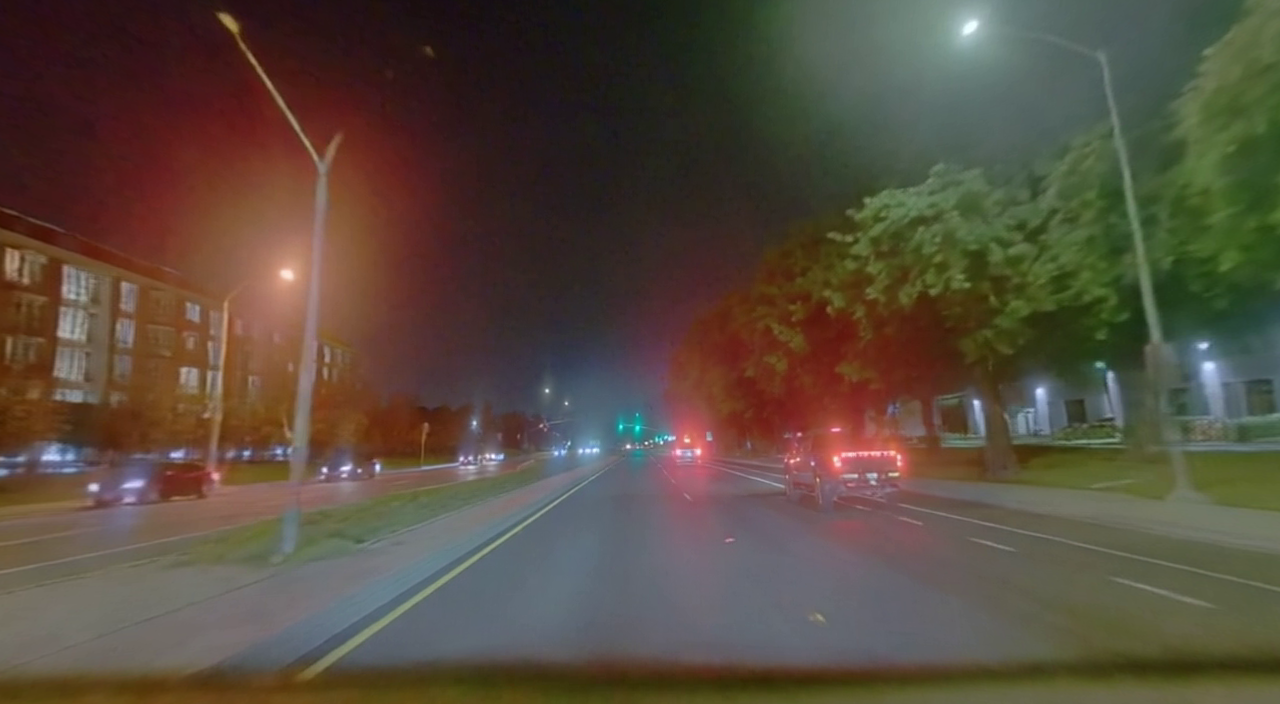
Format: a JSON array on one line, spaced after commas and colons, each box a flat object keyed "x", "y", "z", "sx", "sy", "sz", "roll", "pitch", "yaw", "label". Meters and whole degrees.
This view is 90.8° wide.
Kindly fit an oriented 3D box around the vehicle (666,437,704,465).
[{"x": 3.031, "y": 6.801, "z": 43.615, "sx": 2.085, "sy": 1.828, "sz": 5.383, "roll": 0, "pitch": -8, "yaw": -1, "label": "vehicle"}]

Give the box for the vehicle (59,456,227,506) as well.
[{"x": -16.840, "y": 4.369, "z": 21.819, "sx": 1.908, "sy": 1.445, "sz": 4.730, "roll": 0, "pitch": -8, "yaw": 1, "label": "vehicle"}]

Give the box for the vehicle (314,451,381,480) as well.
[{"x": -16.722, "y": 6.509, "z": 36.326, "sx": 1.857, "sy": 1.519, "sz": 3.969, "roll": 0, "pitch": -8, "yaw": 1, "label": "vehicle"}]
